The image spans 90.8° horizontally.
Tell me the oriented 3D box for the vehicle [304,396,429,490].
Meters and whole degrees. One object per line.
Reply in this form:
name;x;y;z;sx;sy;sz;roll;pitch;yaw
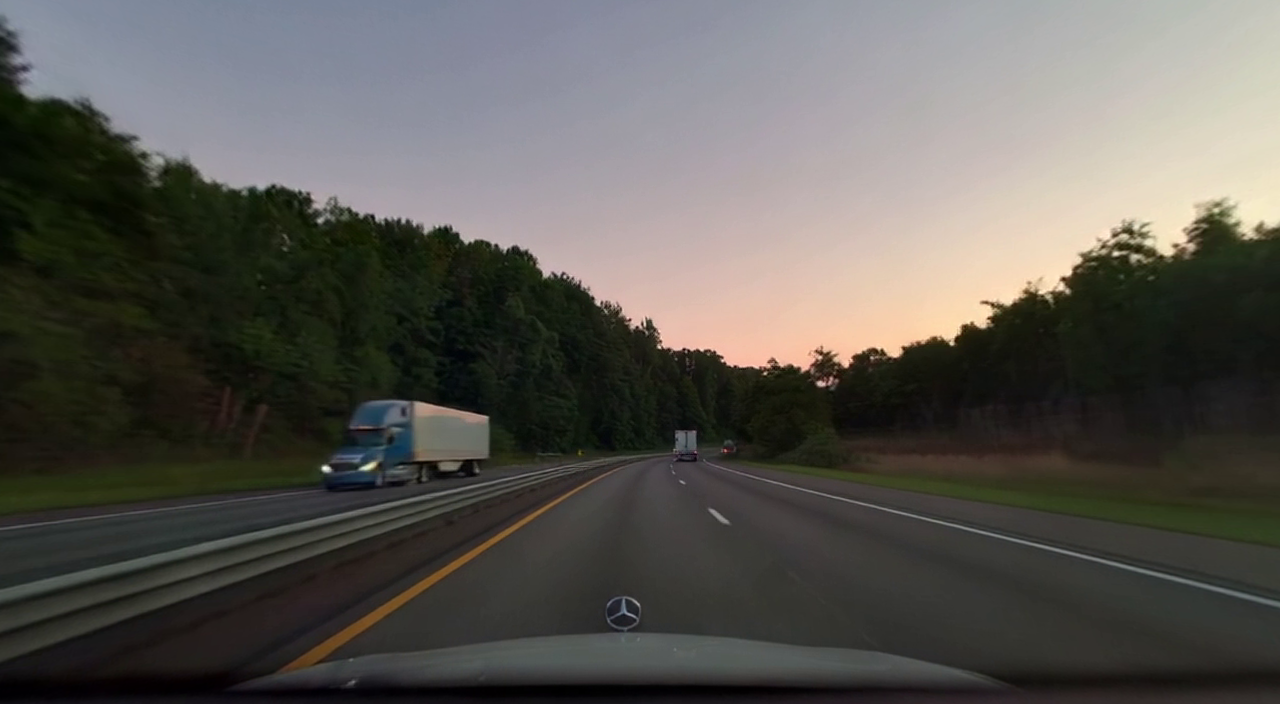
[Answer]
vehicle;-12.170;4.165;28.747;2.954;3.839;5.609;0;-9;1
